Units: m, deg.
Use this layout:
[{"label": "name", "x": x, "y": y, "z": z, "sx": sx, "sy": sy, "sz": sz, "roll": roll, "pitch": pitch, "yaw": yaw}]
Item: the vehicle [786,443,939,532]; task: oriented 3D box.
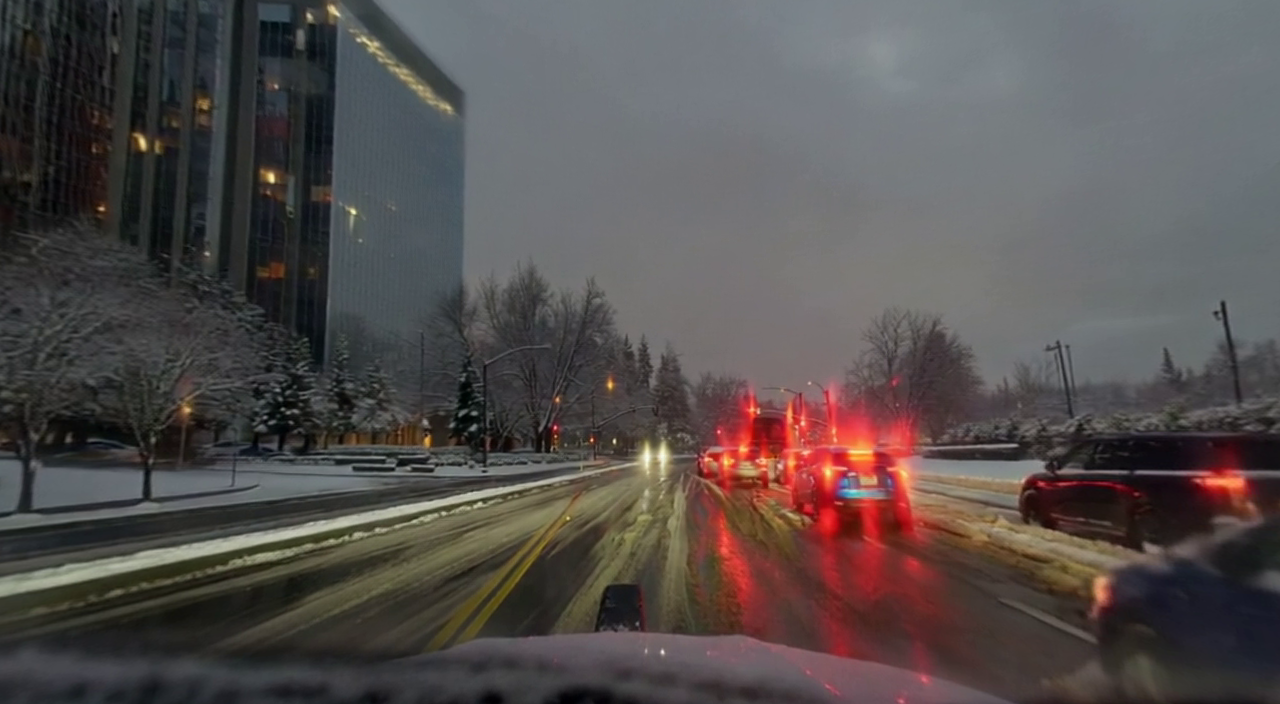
[{"label": "vehicle", "x": 4.655, "y": 2.858, "z": 14.083, "sx": 2.089, "sy": 1.609, "sz": 4.922, "roll": -1, "pitch": -9, "yaw": 6}]

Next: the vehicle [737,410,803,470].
[{"label": "vehicle", "x": 8.954, "y": 6.418, "z": 45.209, "sx": 3.128, "sy": 3.616, "sz": 13.736, "roll": -1, "pitch": -9, "yaw": 6}]

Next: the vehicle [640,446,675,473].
[{"label": "vehicle", "x": 1.223, "y": 7.214, "z": 42.409, "sx": 2.121, "sy": 1.728, "sz": 4.161, "roll": -1, "pitch": -9, "yaw": 4}]

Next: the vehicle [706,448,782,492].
[{"label": "vehicle", "x": 4.031, "y": 4.627, "z": 25.070, "sx": 2.183, "sy": 1.553, "sz": 3.923, "roll": 0, "pitch": -9, "yaw": -3}]

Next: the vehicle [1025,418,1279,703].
[{"label": "vehicle", "x": 3.196, "y": 0.932, "z": 1.839, "sx": 2.032, "sy": 1.490, "sz": 3.871, "roll": -1, "pitch": -9, "yaw": 7}]
